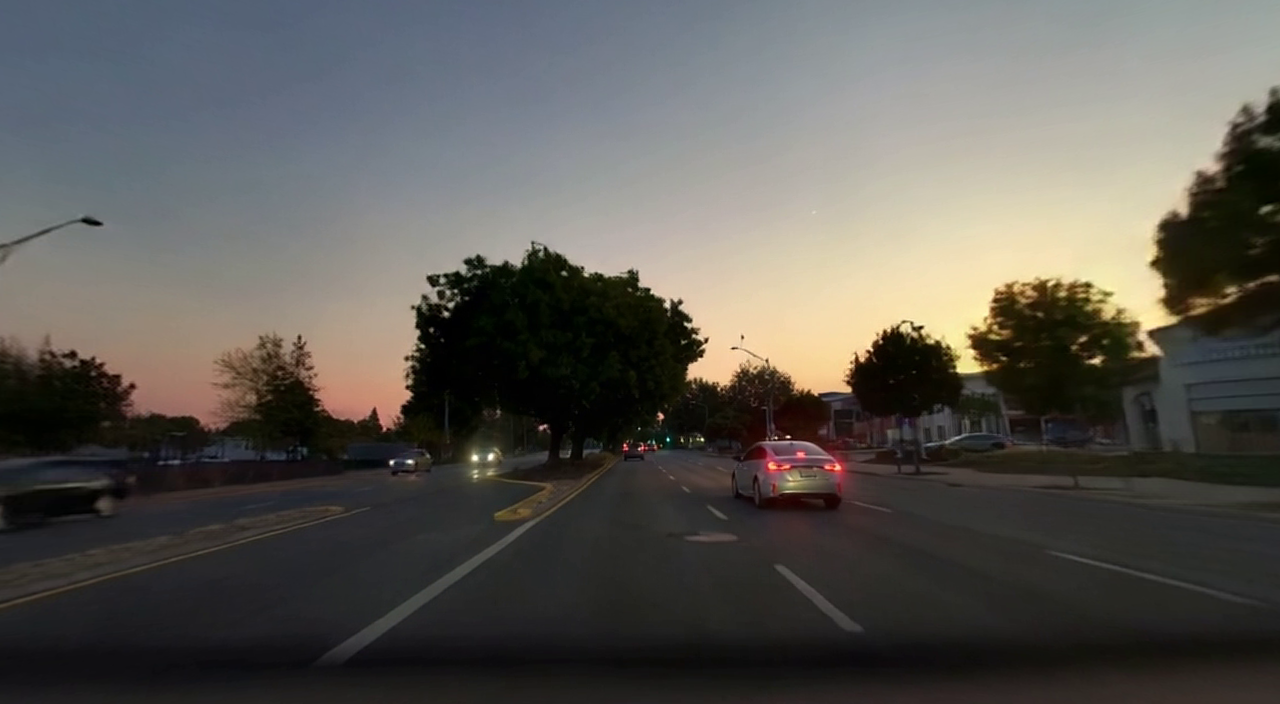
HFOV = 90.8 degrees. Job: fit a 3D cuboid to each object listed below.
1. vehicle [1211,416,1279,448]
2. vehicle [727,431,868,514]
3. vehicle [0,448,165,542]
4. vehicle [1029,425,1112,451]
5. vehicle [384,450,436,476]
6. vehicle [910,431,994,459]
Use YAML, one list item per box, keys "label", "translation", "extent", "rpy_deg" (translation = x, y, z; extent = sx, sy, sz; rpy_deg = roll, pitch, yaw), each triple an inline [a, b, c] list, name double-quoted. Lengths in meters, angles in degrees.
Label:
- label: "vehicle"
  translation: [39.263, 5.053, 39.894]
  extent: [4.356, 1.913, 2.003]
  rpy_deg: [0, -8, -2]
- label: "vehicle"
  translation: [3.456, 2.739, 14.933]
  extent: [1.995, 1.616, 4.729]
  rpy_deg: [0, -8, -2]
- label: "vehicle"
  translation: [-12.440, 2.771, 12.671]
  extent: [2.044, 1.631, 4.777]
  rpy_deg: [0, -8, 0]
- label: "vehicle"
  translation: [32.350, 6.456, 47.548]
  extent: [4.597, 1.886, 2.143]
  rpy_deg: [0, -8, 0]
- label: "vehicle"
  translation: [-16.662, 8.011, 46.004]
  extent: [2.032, 1.728, 4.633]
  rpy_deg: [0, -8, 0]
- label: "vehicle"
  translation: [19.979, 5.943, 40.559]
  extent: [4.376, 1.735, 1.854]
  rpy_deg: [0, -8, -2]
